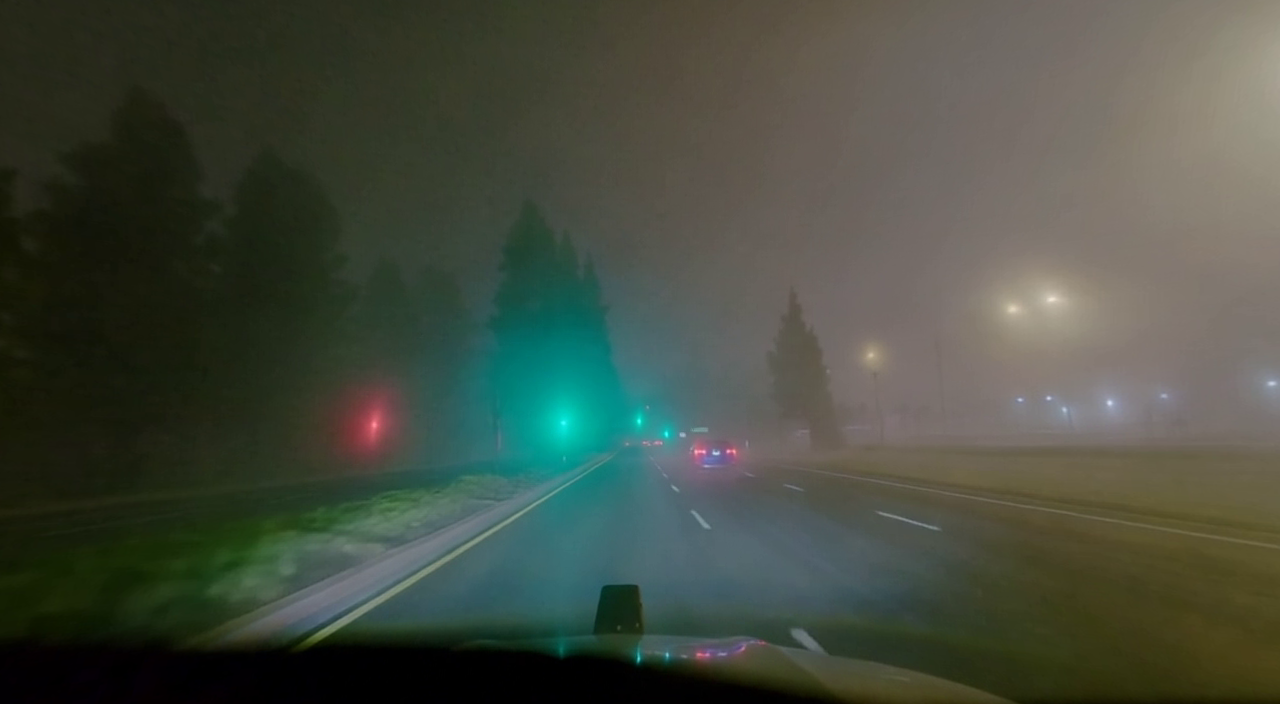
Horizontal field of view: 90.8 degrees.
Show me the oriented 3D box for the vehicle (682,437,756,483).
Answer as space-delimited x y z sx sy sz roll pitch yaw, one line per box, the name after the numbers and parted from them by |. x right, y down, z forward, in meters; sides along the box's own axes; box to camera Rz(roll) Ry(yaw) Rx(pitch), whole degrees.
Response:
2.721 3.858 22.862 2.056 1.483 4.091 0 -8 -1 | vehicle
